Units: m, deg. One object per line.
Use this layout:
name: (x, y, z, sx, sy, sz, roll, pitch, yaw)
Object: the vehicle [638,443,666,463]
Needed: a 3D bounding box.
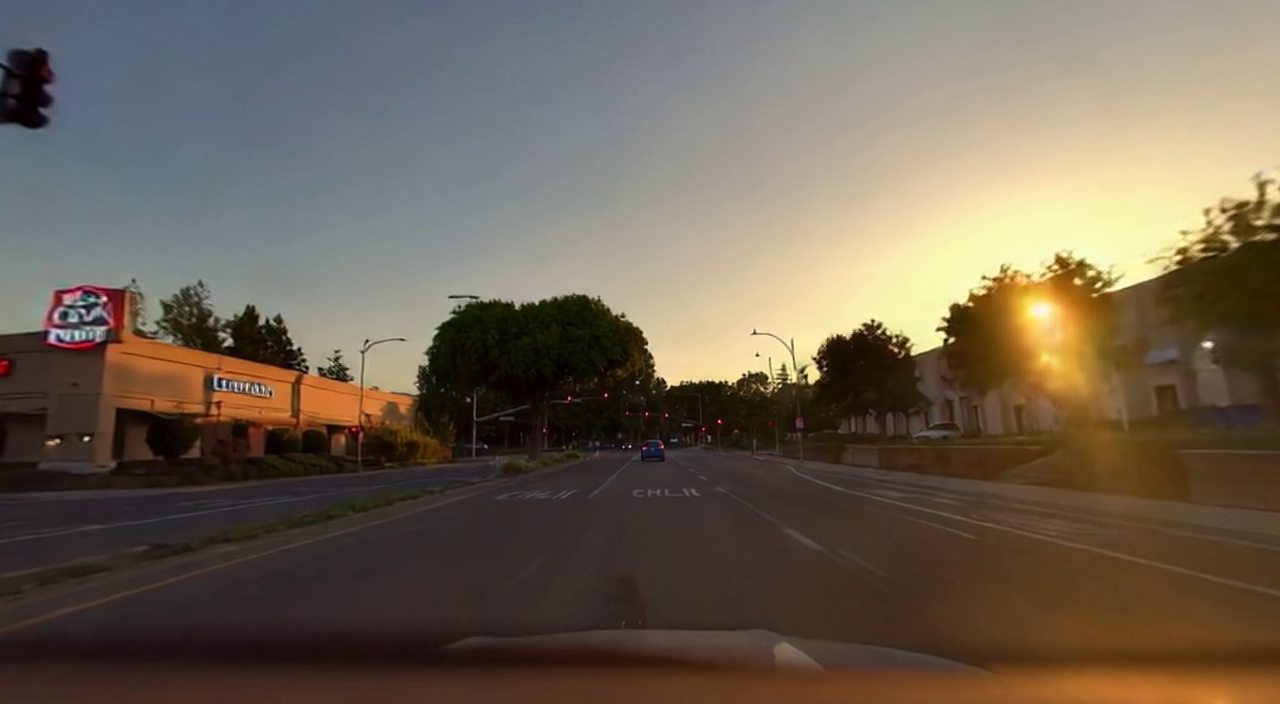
vehicle: (0.869, 7.690, 48.100, 2.028, 1.478, 4.545, 0, -9, 0)
